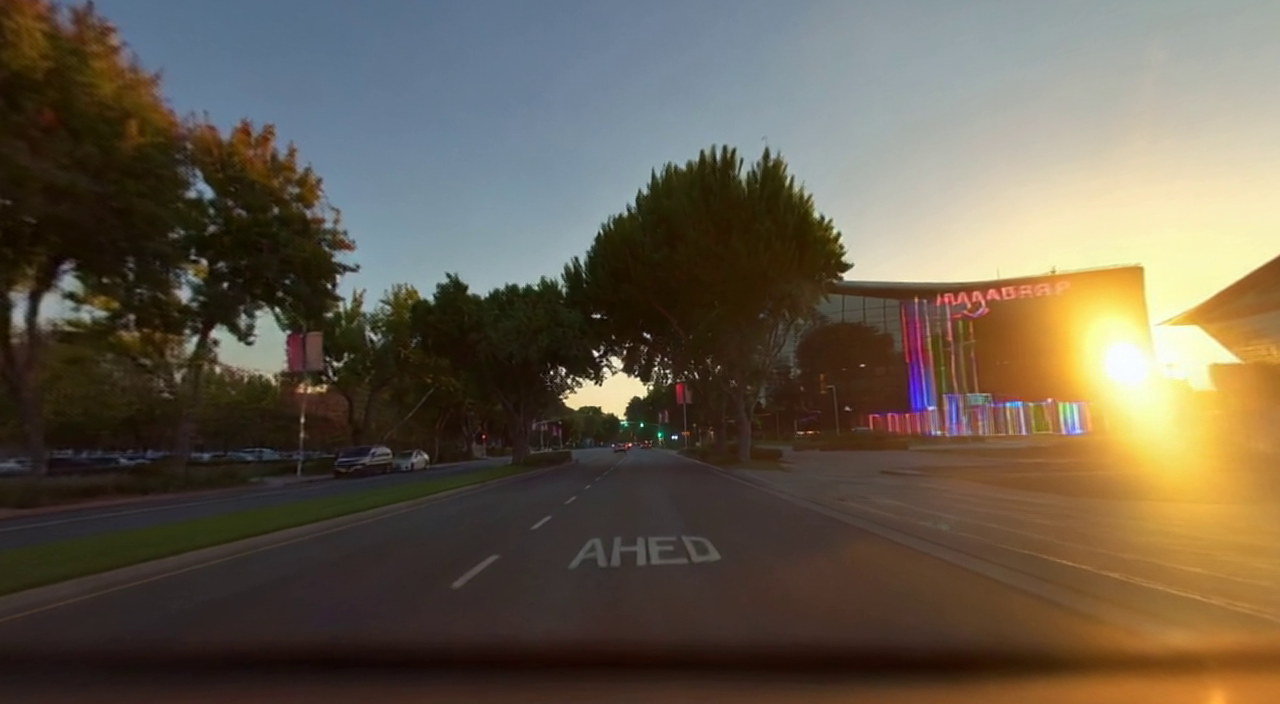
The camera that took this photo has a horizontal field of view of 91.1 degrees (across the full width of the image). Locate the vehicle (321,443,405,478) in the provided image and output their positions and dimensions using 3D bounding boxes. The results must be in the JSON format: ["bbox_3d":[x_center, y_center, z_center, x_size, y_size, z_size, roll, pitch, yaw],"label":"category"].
[{"bbox_3d":[-17.338,6.798,39.719,2.617,1.997,5.830,0,-9,0],"label":"vehicle"}]
